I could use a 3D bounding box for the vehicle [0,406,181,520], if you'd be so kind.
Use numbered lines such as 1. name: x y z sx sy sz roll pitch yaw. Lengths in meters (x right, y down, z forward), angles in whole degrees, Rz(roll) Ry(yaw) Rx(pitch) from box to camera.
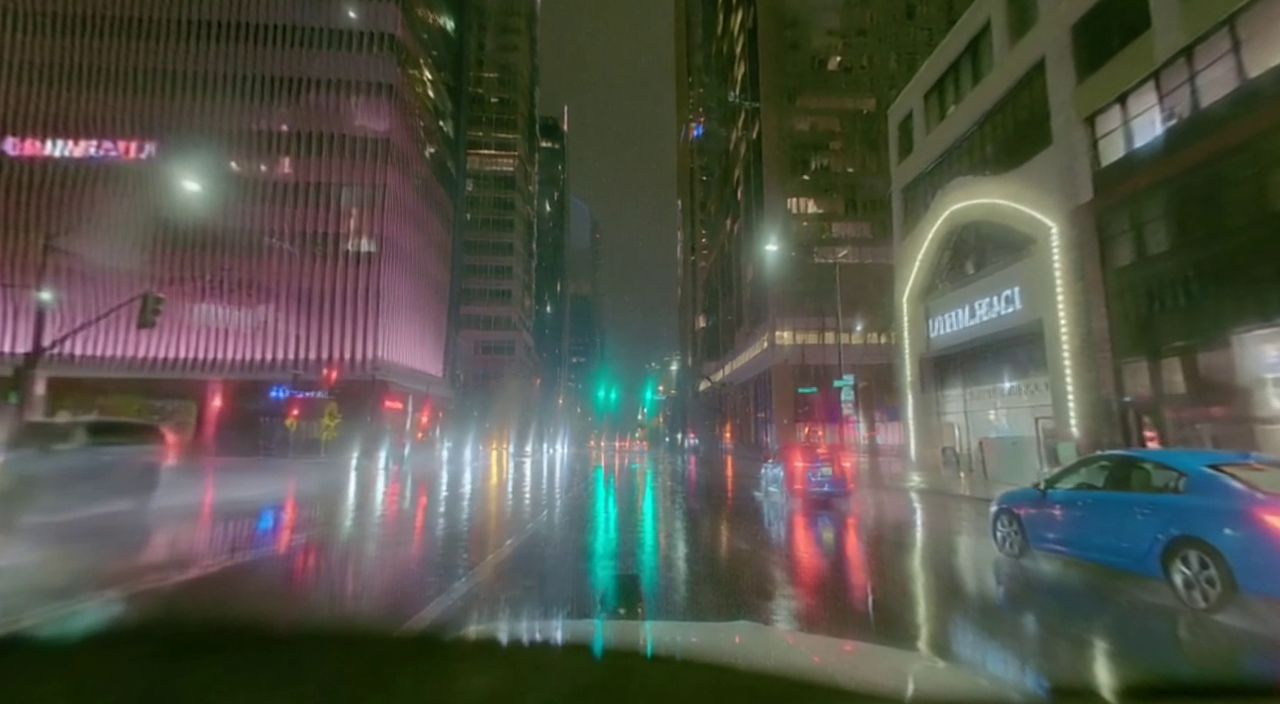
1. vehicle: -12.720 2.266 13.184 2.152 2.035 5.504 0 -9 -1

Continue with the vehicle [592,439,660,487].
1. vehicle: -0.457 3.746 21.582 2.096 1.457 4.160 0 -9 -1

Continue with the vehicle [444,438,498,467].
1. vehicle: -9.901 5.927 37.446 1.960 1.568 4.511 0 -9 0

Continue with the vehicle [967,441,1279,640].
1. vehicle: 5.746 1.732 6.771 1.914 1.484 4.639 1 -9 -1

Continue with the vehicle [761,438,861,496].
1. vehicle: 5.609 3.820 21.395 2.015 1.745 4.444 1 -9 -2

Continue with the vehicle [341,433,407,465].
1. vehicle: -15.523 5.694 37.139 1.932 1.760 4.422 0 -9 -1

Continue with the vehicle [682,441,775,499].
1. vehicle: 2.436 3.389 18.603 1.987 1.484 4.427 1 -9 -2
